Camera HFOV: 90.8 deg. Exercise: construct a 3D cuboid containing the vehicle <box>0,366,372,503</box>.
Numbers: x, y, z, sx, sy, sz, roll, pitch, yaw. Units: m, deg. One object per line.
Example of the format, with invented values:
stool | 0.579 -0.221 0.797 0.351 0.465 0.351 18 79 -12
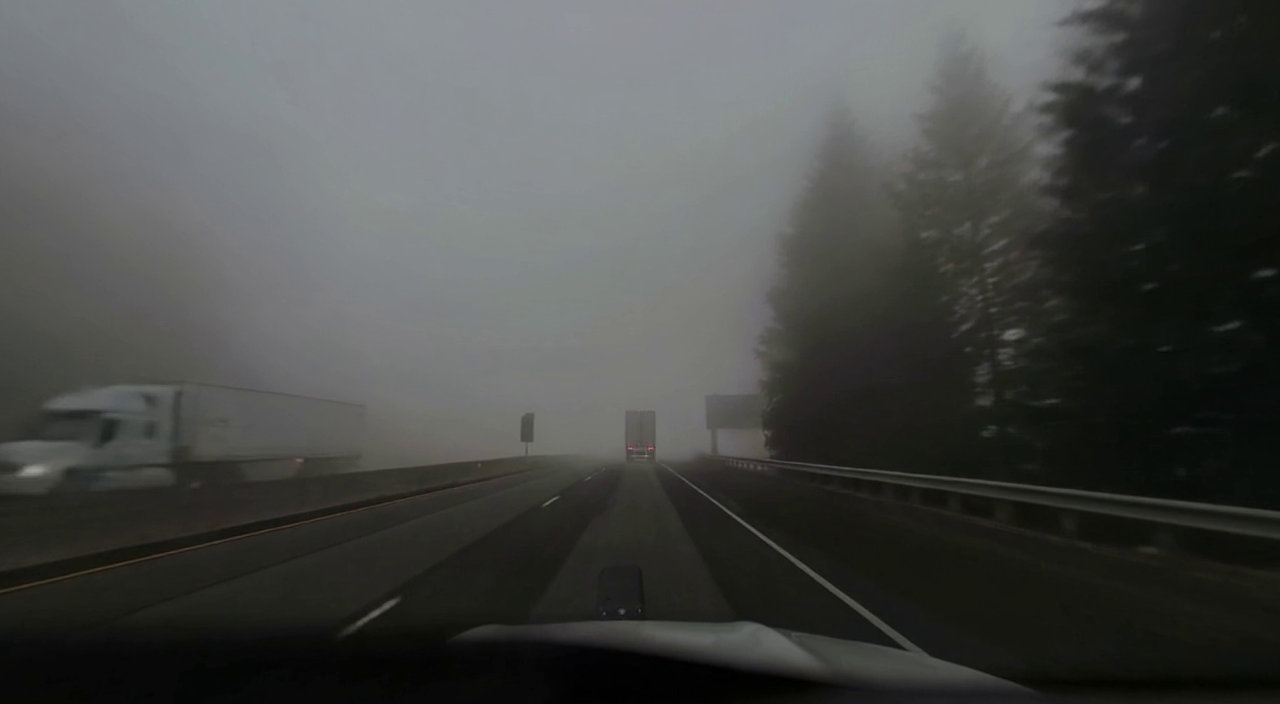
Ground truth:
vehicle | -17.832 3.858 28.036 2.983 3.870 20.198 0 -9 0
